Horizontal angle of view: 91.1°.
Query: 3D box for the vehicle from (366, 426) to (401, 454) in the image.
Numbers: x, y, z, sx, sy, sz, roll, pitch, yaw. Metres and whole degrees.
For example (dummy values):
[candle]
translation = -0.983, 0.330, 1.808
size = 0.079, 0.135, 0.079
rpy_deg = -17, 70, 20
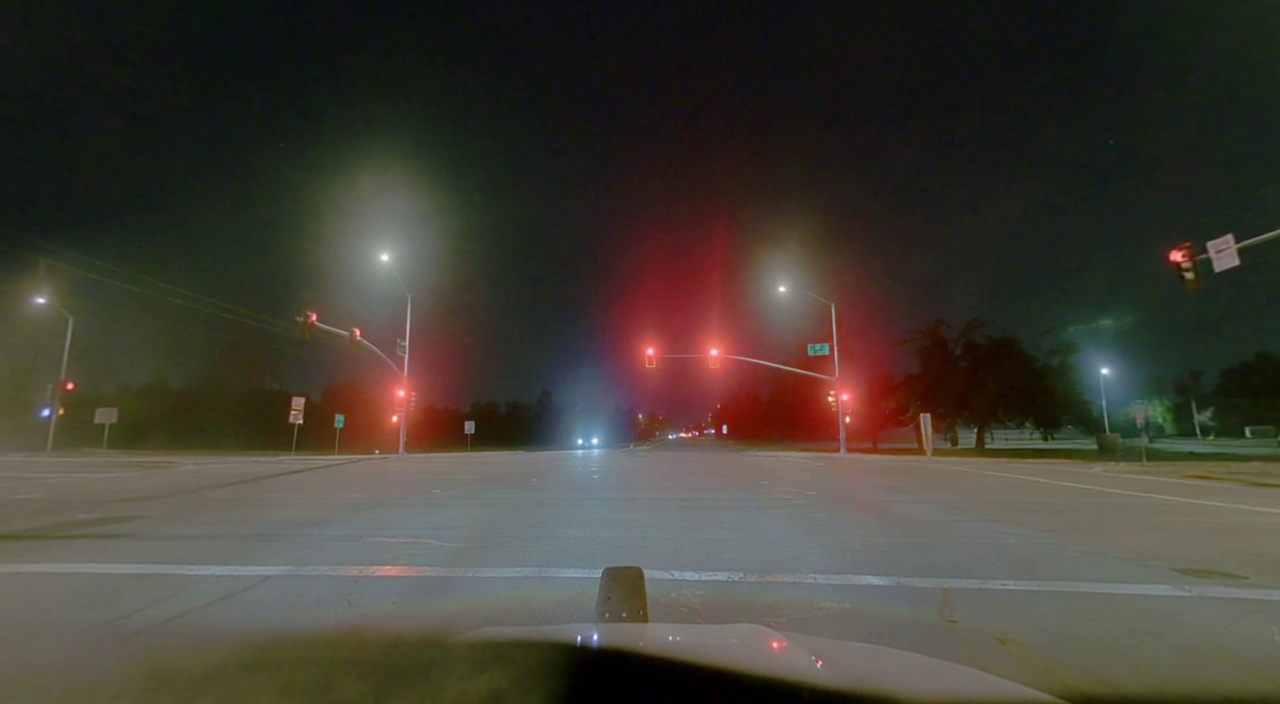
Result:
[vehicle]
translation = -19.981, 6.859, 48.903
size = 1.873, 2.079, 2.879
rpy_deg = 6, -10, -34
